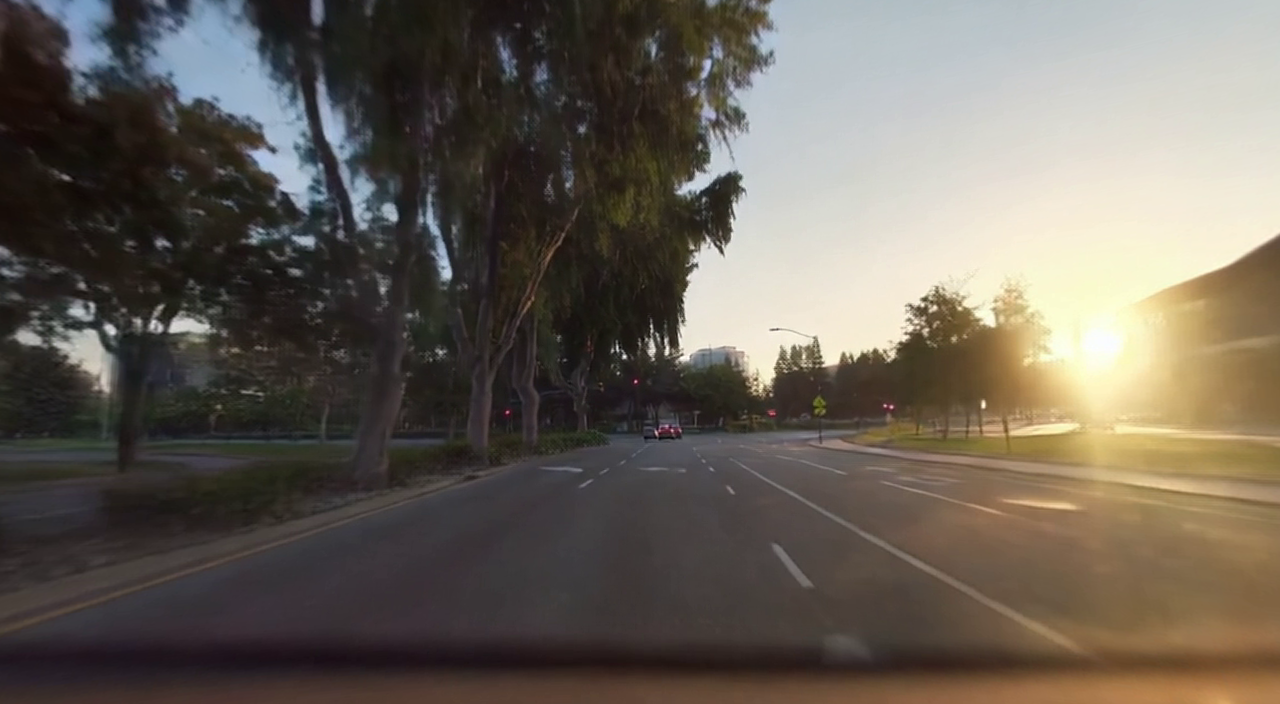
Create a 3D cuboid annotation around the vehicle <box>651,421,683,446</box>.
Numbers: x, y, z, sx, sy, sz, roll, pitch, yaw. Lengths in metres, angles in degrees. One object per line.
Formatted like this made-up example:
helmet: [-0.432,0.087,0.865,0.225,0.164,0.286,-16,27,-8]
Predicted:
vehicle: [2.089,6.132,47.523,2.298,1.770,4.138,-1,-7,4]
